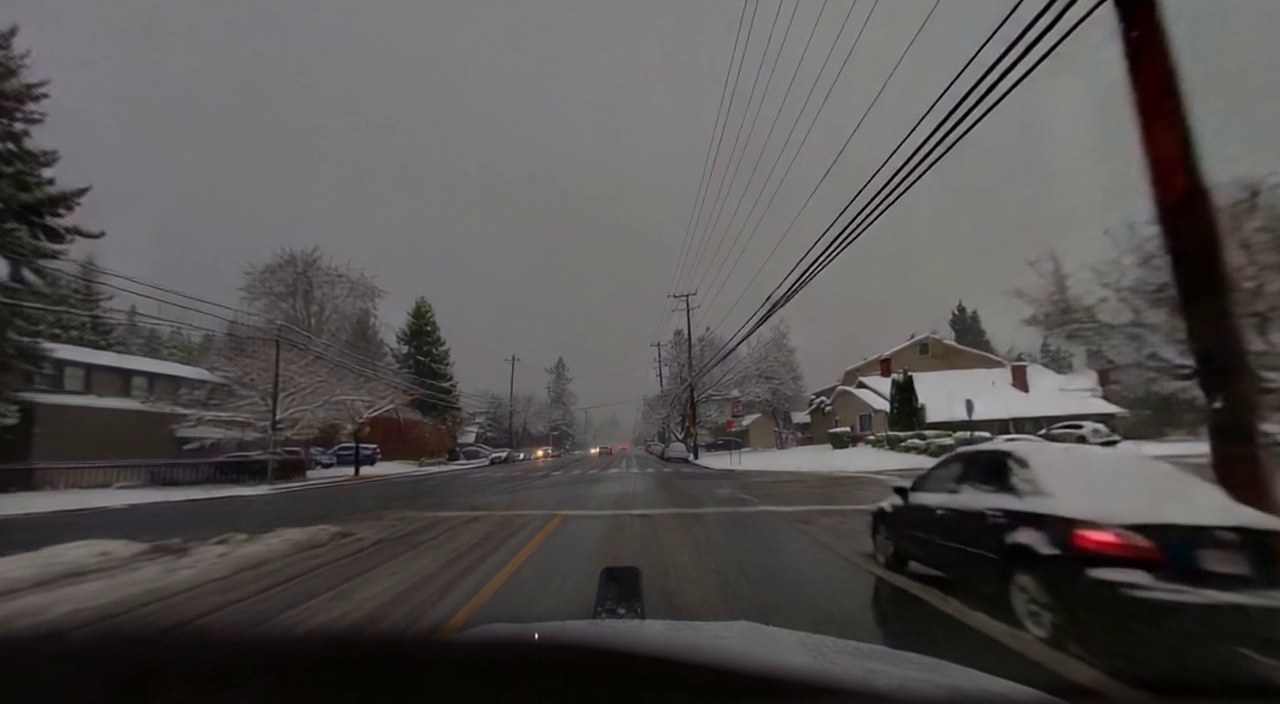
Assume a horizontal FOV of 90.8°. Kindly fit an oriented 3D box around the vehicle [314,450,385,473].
[{"bbox_3d":[-22.711,8.572,49.523,4.612,1.736,1.951,0,-9,-1],"label":"vehicle"}]

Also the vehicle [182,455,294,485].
[{"bbox_3d":[-21.851,6.408,34.506,4.728,1.536,2.006,0,-9,0],"label":"vehicle"}]

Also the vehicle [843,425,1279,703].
[{"bbox_3d":[3.571,1.485,5.635,1.920,1.499,4.457,0,-9,-2],"label":"vehicle"}]
